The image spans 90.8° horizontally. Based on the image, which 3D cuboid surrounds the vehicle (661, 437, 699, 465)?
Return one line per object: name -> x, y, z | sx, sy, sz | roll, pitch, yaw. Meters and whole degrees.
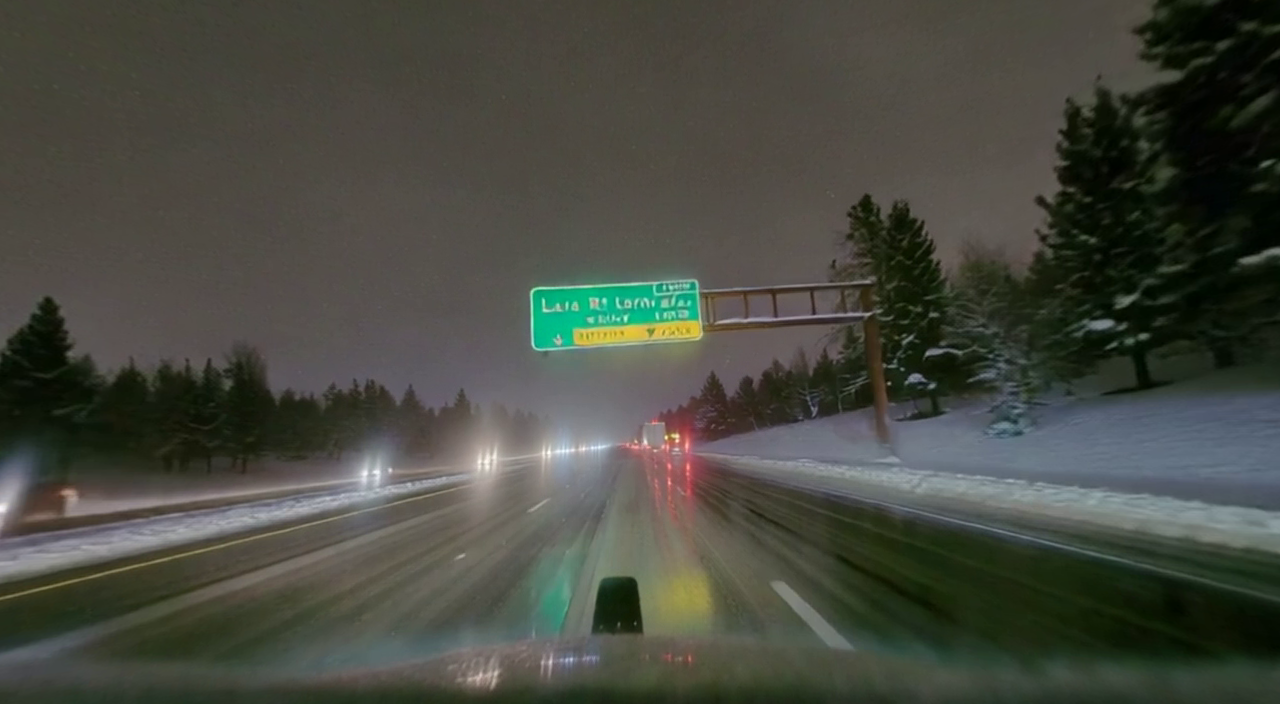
vehicle -> 2.550, 6.525, 41.720 | 2.065, 1.760, 4.488 | 0, -8, -2
